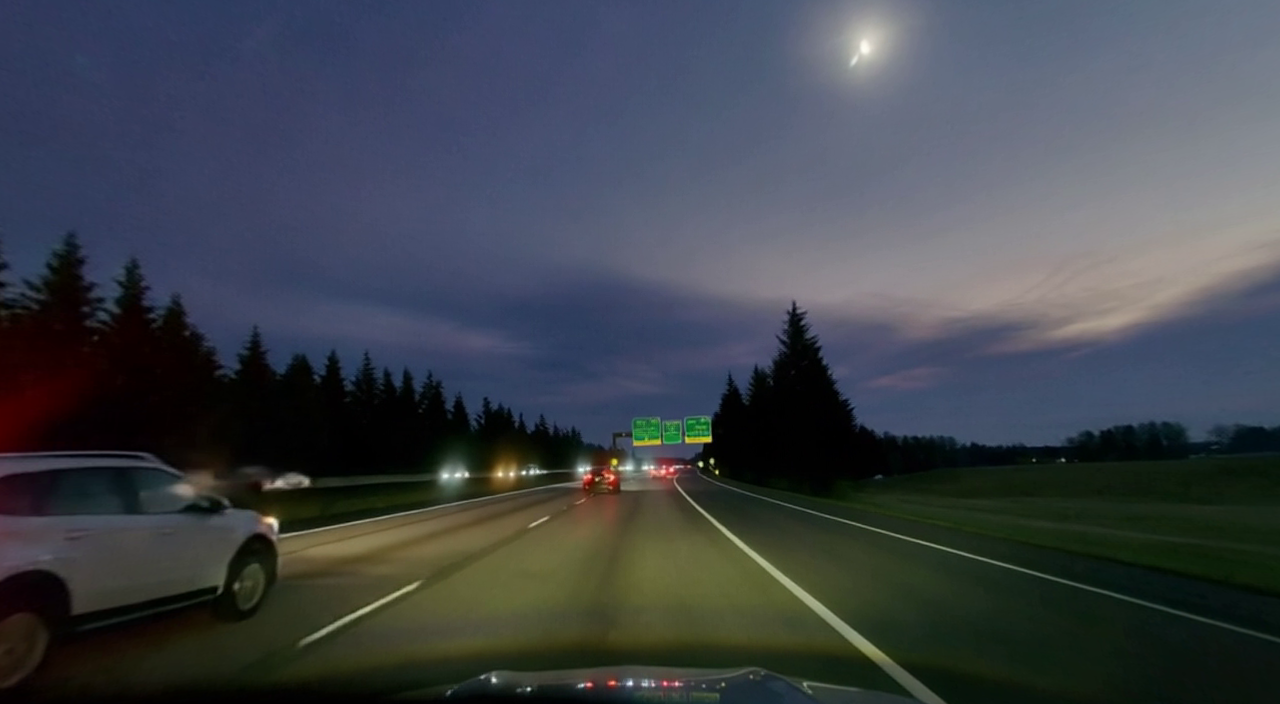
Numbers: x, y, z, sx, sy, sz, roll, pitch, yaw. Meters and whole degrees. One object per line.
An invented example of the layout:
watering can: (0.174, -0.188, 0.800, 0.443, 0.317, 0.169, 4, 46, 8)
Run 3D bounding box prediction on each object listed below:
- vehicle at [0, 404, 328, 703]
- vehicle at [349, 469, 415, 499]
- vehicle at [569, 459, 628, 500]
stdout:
vehicle: (-4.094, 1.135, 3.651, 2.063, 1.556, 4.740, 1, -10, 1)
vehicle: (-13.873, 7.112, 34.146, 1.793, 1.426, 3.955, 1, -10, 2)
vehicle: (-1.706, 5.551, 27.551, 2.000, 1.594, 3.996, 0, -10, 4)
